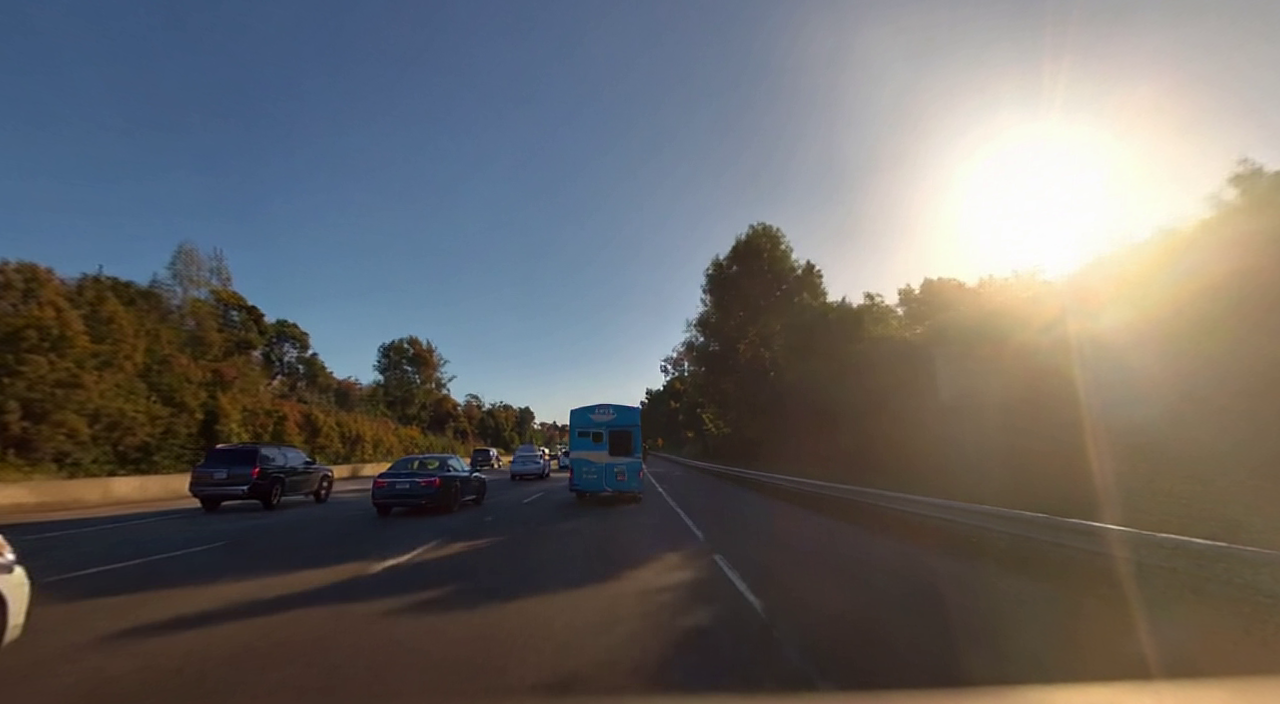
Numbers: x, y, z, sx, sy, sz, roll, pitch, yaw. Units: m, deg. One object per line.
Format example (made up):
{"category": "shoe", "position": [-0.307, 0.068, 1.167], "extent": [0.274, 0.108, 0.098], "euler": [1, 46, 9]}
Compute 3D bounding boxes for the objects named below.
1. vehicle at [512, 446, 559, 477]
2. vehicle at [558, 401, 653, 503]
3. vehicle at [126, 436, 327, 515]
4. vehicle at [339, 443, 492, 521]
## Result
{"category": "vehicle", "position": [-5.316, 5.628, 32.391], "extent": [1.872, 1.480, 3.545], "euler": [0, -9, -1]}
{"category": "vehicle", "position": [-0.903, 2.952, 18.677], "extent": [2.394, 2.556, 5.232], "euler": [0, -9, -1]}
{"category": "vehicle", "position": [-9.726, 2.912, 15.327], "extent": [2.010, 1.621, 4.252], "euler": [0, -9, -1]}
{"category": "vehicle", "position": [-4.716, 2.767, 13.917], "extent": [1.876, 1.438, 4.072], "euler": [0, -9, 0]}
